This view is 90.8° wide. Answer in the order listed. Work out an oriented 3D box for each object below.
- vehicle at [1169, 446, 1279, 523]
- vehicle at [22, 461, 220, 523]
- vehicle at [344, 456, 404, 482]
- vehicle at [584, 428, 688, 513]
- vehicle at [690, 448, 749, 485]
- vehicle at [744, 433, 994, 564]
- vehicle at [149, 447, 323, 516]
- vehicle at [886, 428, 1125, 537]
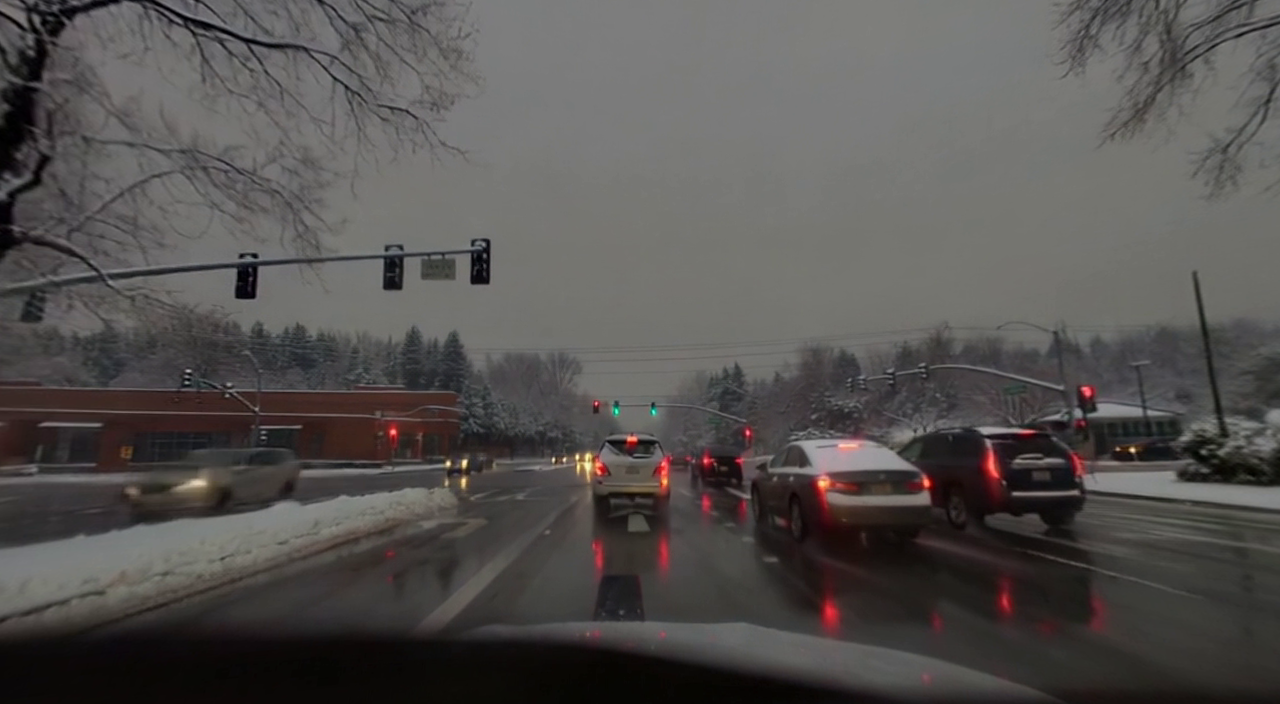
[{"bbox_3d":[14.455,2.831,13.651,2.125,1.592,4.428,0,-9,-1],"label":"vehicle"},{"bbox_3d":[-14.421,3.871,17.967,2.107,1.448,4.179,0,-9,-1],"label":"vehicle"},{"bbox_3d":[-17.566,7.736,42.041,1.911,1.483,4.849,0,-9,0],"label":"vehicle"},{"bbox_3d":[-0.101,2.881,15.834,2.236,1.827,4.316,0,-9,0],"label":"vehicle"},{"bbox_3d":[3.516,5.138,28.740,2.004,1.523,4.263,0,-9,-1],"label":"vehicle"},{"bbox_3d":[3.194,2.139,10.122,2.034,1.558,4.774,0,-9,-3],"label":"vehicle"},{"bbox_3d":[-11.068,3.521,17.798,2.032,1.671,4.316,0,-9,0],"label":"vehicle"},{"bbox_3d":[6.732,2.425,12.371,1.987,1.730,4.373,0,-9,-1],"label":"vehicle"}]
